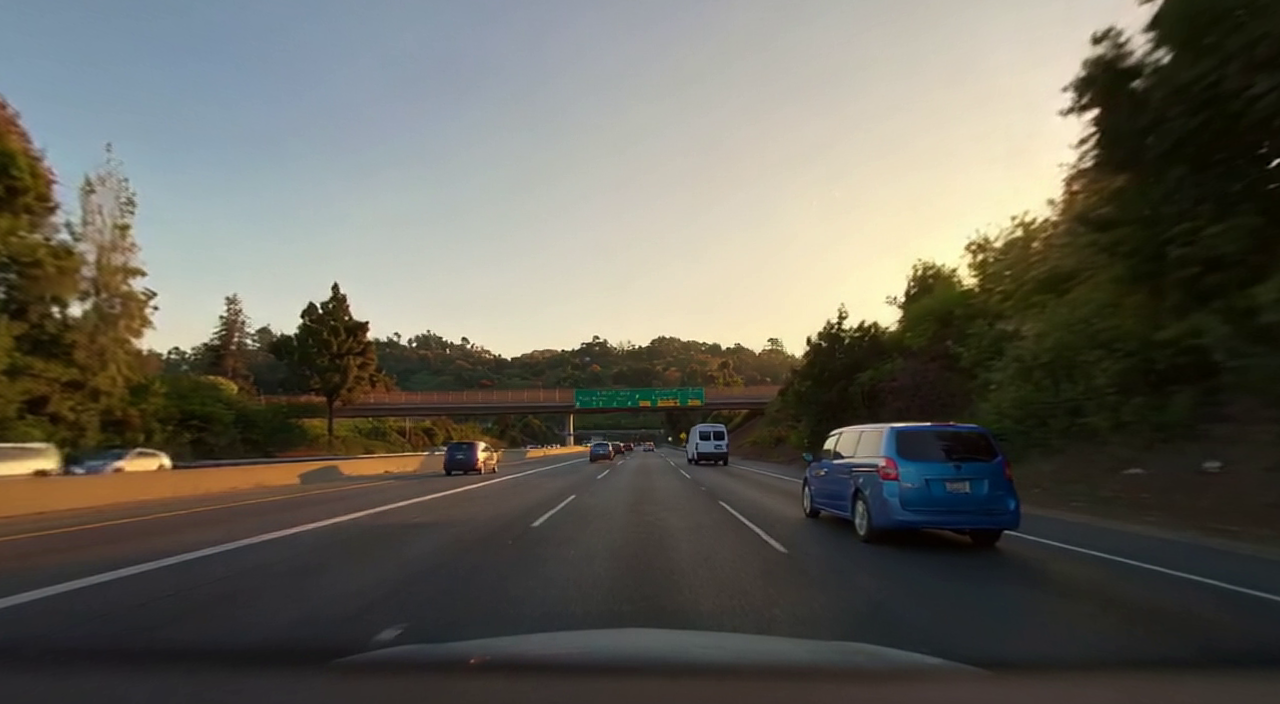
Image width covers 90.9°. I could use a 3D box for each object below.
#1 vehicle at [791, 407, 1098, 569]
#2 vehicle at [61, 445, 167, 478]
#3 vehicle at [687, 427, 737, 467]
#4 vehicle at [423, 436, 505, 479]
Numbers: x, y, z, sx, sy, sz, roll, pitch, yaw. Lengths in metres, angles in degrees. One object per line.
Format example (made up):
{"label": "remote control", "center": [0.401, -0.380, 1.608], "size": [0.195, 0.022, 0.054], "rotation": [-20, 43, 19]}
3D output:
{"label": "vehicle", "center": [3.777, 1.773, 9.012], "size": [2.100, 1.690, 4.536], "rotation": [0, -8, 0]}
{"label": "vehicle", "center": [-32.984, 6.830, 39.810], "size": [2.002, 1.885, 5.378], "rotation": [0, -8, 0]}
{"label": "vehicle", "center": [4.254, 5.763, 38.207], "size": [2.347, 2.234, 5.352], "rotation": [0, -8, 0]}
{"label": "vehicle", "center": [-7.334, 4.449, 26.865], "size": [2.068, 1.632, 4.623], "rotation": [0, -8, 1]}
